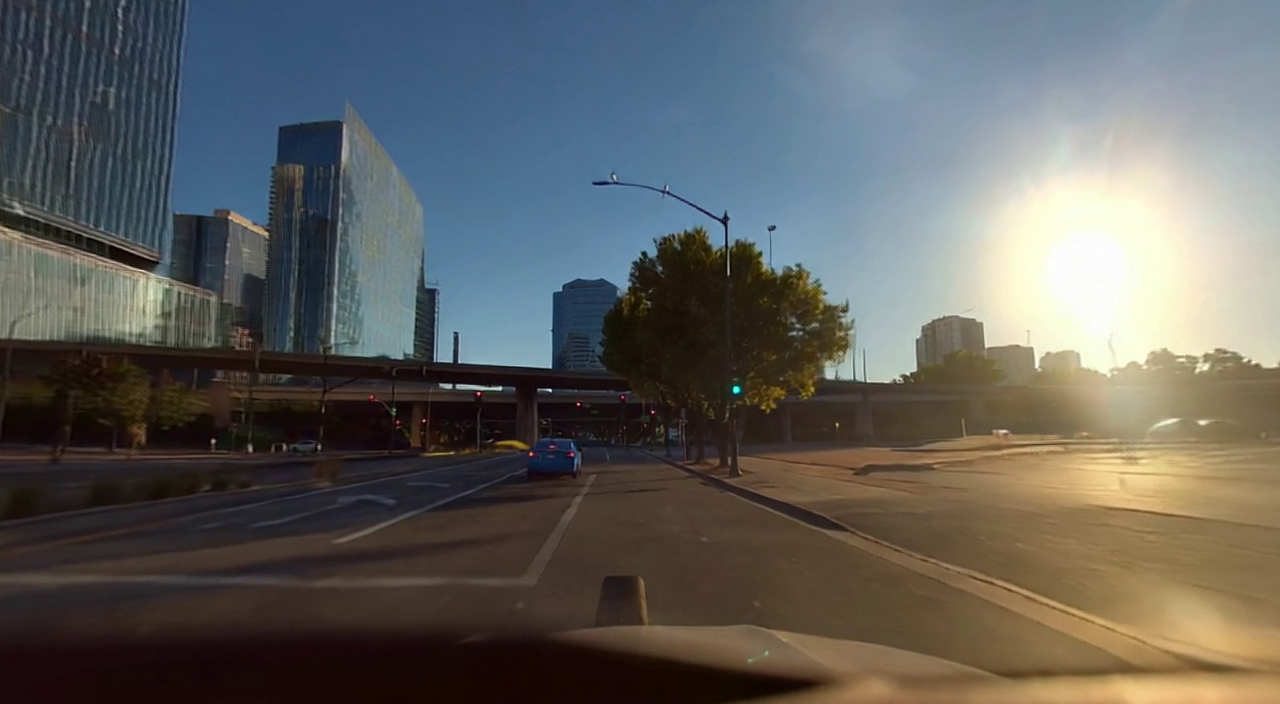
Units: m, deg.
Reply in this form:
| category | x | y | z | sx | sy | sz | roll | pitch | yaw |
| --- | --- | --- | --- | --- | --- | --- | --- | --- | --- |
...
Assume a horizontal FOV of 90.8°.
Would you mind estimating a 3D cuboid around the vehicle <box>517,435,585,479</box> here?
| category | x | y | z | sx | sy | sz | roll | pitch | yaw |
| --- | --- | --- | --- | --- | --- | --- | --- | --- | --- |
| vehicle | -3.207 | 3.914 | 23.702 | 2.154 | 1.465 | 4.532 | 1 | -9 | -3 |
